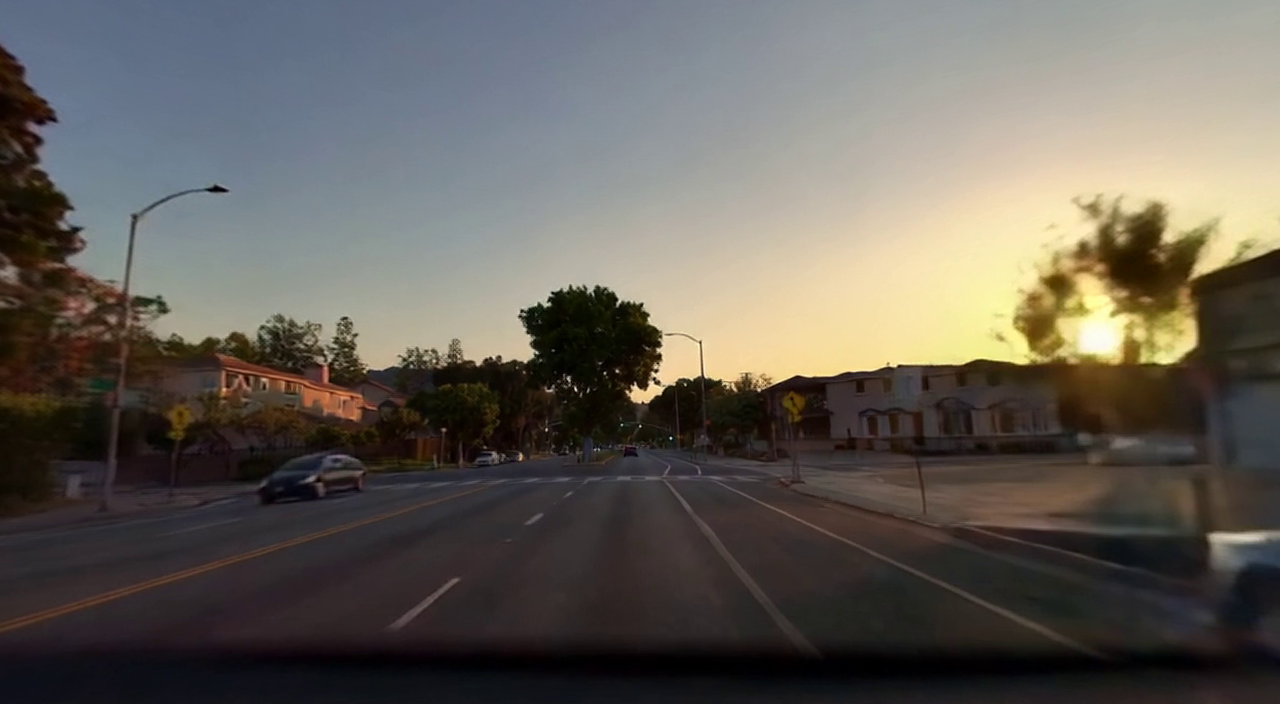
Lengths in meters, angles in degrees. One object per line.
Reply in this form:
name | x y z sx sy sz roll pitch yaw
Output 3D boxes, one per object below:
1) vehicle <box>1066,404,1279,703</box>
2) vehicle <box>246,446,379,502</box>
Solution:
vehicle | 4.047 0.864 1.887 2.072 1.536 4.918 0 -8 -1
vehicle | -10.350 3.859 20.431 2.022 1.569 4.275 0 -8 0
